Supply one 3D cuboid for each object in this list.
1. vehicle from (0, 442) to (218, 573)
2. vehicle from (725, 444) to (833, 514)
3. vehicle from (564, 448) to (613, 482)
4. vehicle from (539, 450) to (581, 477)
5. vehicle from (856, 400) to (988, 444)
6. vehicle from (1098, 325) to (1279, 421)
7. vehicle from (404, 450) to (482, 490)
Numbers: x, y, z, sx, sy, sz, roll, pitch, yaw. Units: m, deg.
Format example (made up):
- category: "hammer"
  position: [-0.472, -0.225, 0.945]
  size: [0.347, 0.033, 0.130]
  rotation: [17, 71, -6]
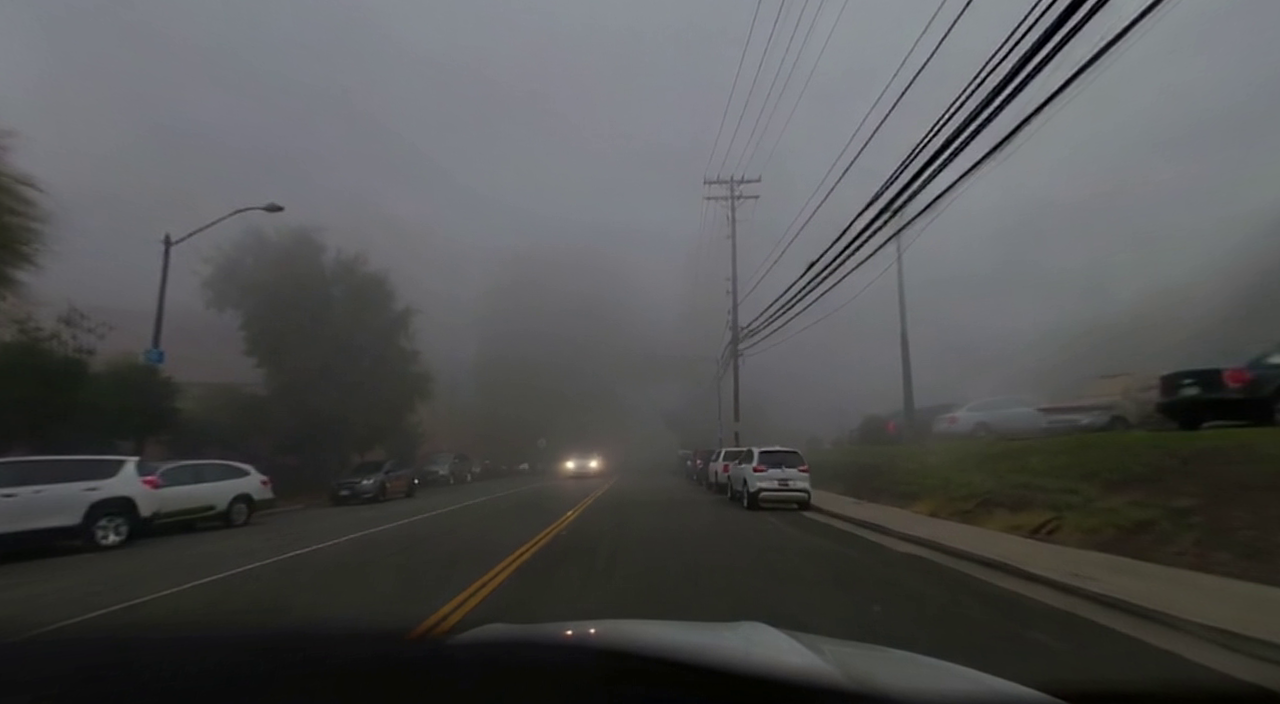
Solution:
- category: "vehicle"
  position: [-10.178, 2.385, 10.119]
  size: [5.093, 1.855, 2.338]
  rotation: [4, -10, -19]
- category: "vehicle"
  position: [3.609, 3.370, 17.322]
  size: [1.936, 1.641, 4.434]
  rotation: [0, -9, 0]
- category: "vehicle"
  position: [-2.774, 6.224, 35.000]
  size: [2.103, 1.721, 4.473]
  rotation: [-1, -9, 3]
- category: "vehicle"
  position: [-5.876, 8.340, 46.912]
  size: [2.081, 1.760, 4.598]
  rotation: [-1, -13, 6]
- category: "vehicle"
  position: [11.475, 2.911, 25.975]
  size: [4.400, 1.742, 2.070]
  rotation: [0, -8, 0]
- category: "vehicle"
  position: [11.290, 0.458, 11.969]
  size: [3.808, 1.620, 1.749]
  rotation: [0, -9, -1]
- category: "vehicle"
  position: [-11.087, 6.648, 35.991]
  size: [2.322, 2.037, 5.030]
  rotation: [-1, -9, 6]
